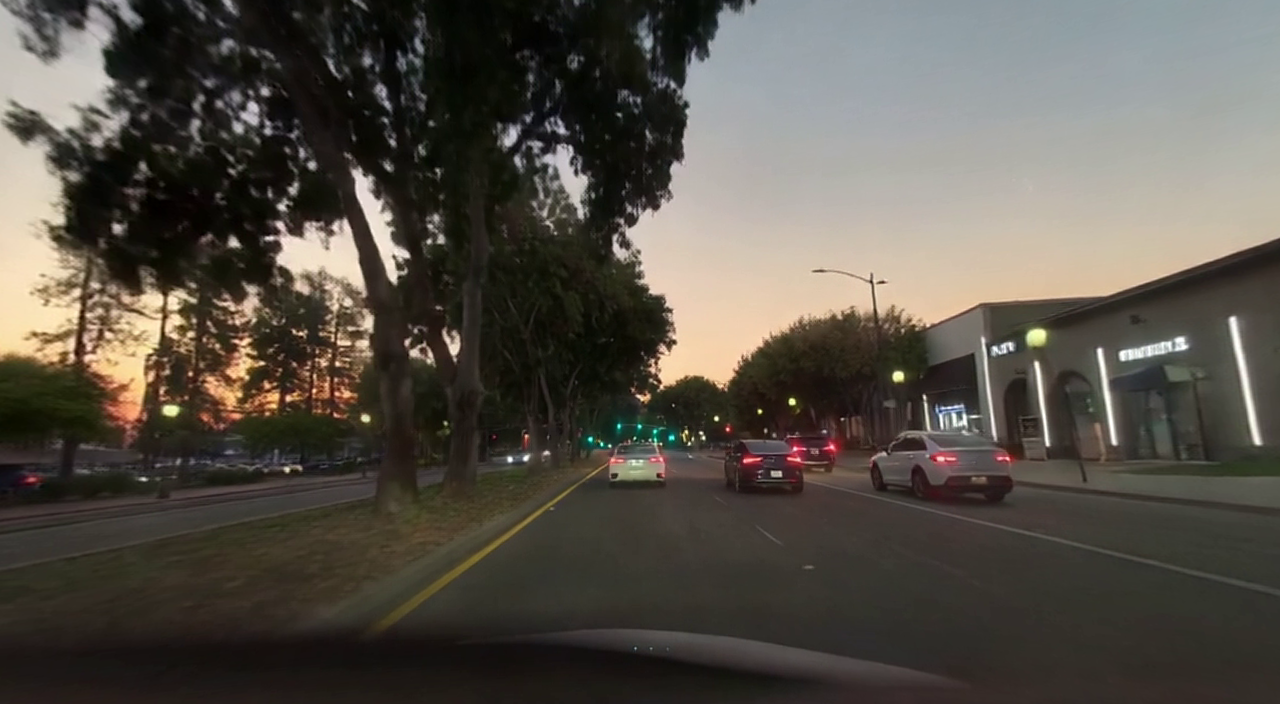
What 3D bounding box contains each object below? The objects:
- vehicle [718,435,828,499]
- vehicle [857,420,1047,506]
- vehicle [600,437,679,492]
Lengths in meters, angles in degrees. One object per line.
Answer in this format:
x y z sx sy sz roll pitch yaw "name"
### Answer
3.425 3.037 17.115 1.993 1.477 4.240 0 -8 -1 "vehicle"
7.202 2.620 15.326 2.052 1.708 4.842 0 -8 -1 "vehicle"
-0.051 3.340 19.055 2.101 1.444 4.248 0 -8 -1 "vehicle"
